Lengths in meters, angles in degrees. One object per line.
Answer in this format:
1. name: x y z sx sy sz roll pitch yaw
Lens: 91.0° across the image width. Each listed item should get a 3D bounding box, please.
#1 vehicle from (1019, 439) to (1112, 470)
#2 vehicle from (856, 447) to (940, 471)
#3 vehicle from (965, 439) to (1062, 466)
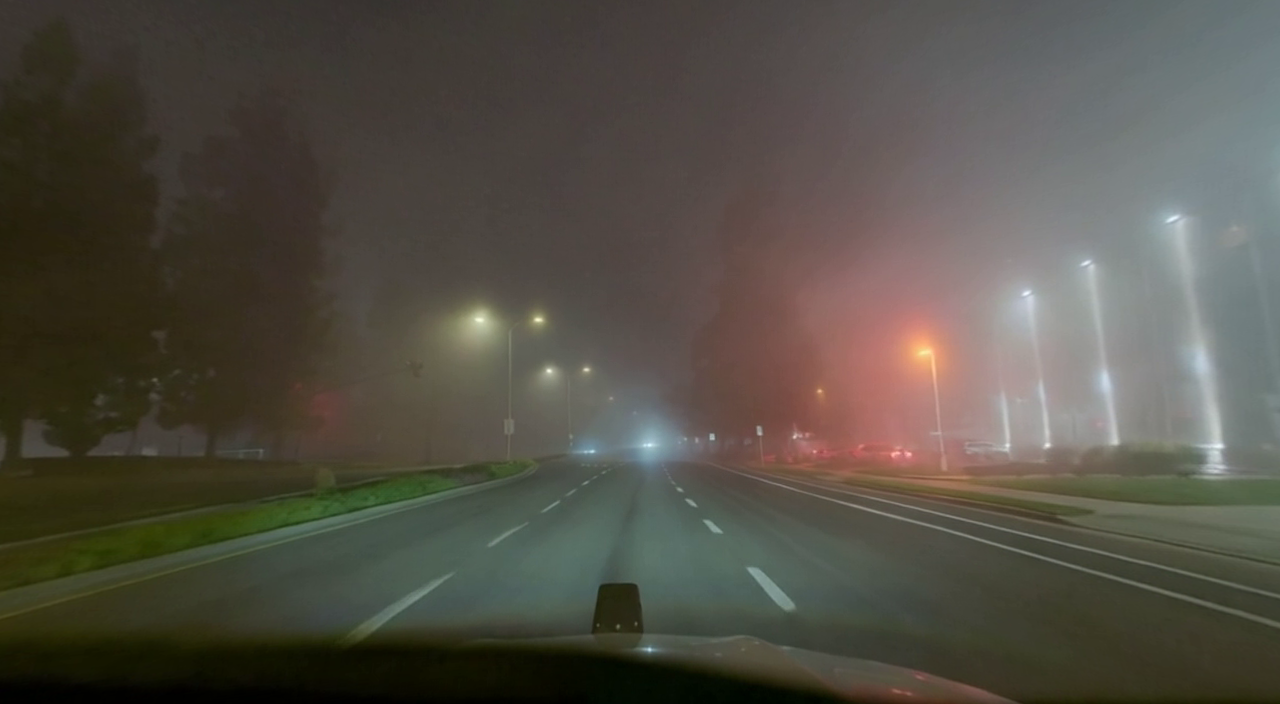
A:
1. vehicle: 28.033 6.759 41.524 4.627 1.659 1.882 -4 -7 2
2. vehicle: 15.886 6.606 38.948 4.331 1.469 2.008 -1 -9 3
3. vehicle: 27.555 7.435 46.587 5.663 1.895 2.229 -1 -8 4
